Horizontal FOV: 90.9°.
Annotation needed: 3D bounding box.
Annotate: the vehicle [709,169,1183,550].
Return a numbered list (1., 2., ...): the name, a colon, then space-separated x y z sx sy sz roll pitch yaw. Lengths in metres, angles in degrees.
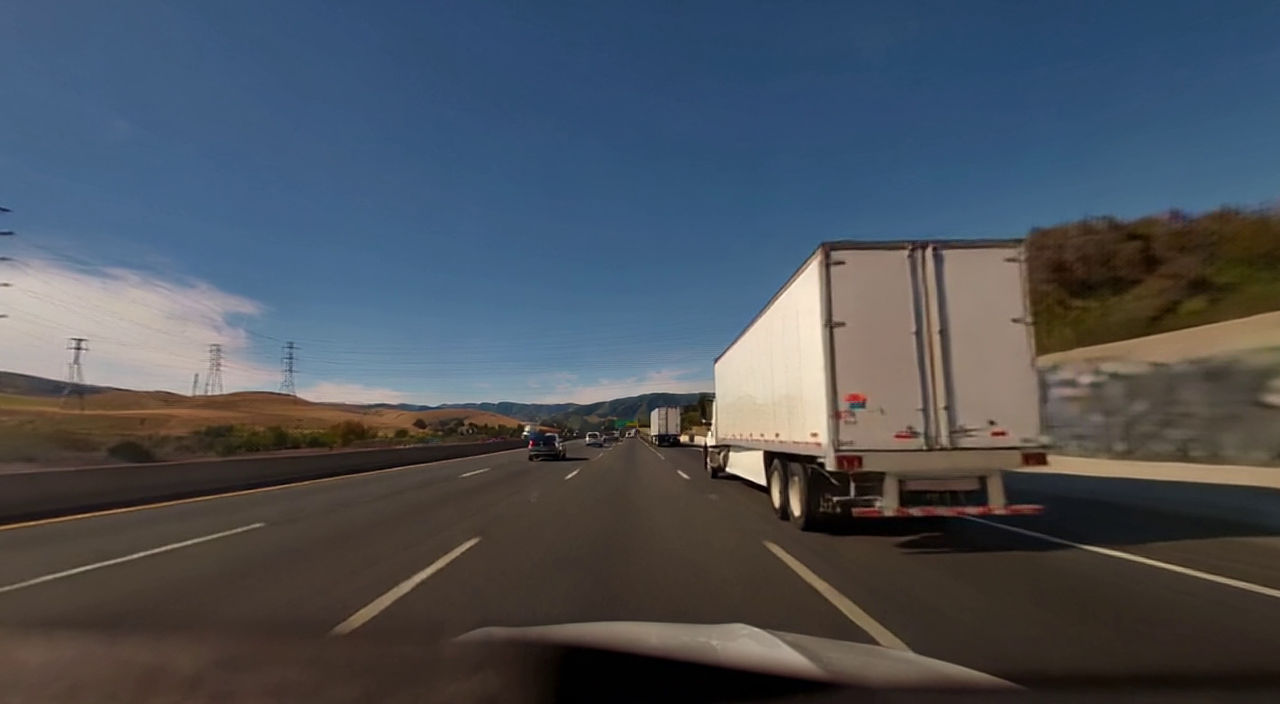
1. vehicle: 3.606 0.750 11.838 3.060 3.842 11.095 0 -8 -2

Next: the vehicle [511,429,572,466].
1. vehicle: -4.245 4.182 27.867 1.965 1.486 4.448 0 -8 0
